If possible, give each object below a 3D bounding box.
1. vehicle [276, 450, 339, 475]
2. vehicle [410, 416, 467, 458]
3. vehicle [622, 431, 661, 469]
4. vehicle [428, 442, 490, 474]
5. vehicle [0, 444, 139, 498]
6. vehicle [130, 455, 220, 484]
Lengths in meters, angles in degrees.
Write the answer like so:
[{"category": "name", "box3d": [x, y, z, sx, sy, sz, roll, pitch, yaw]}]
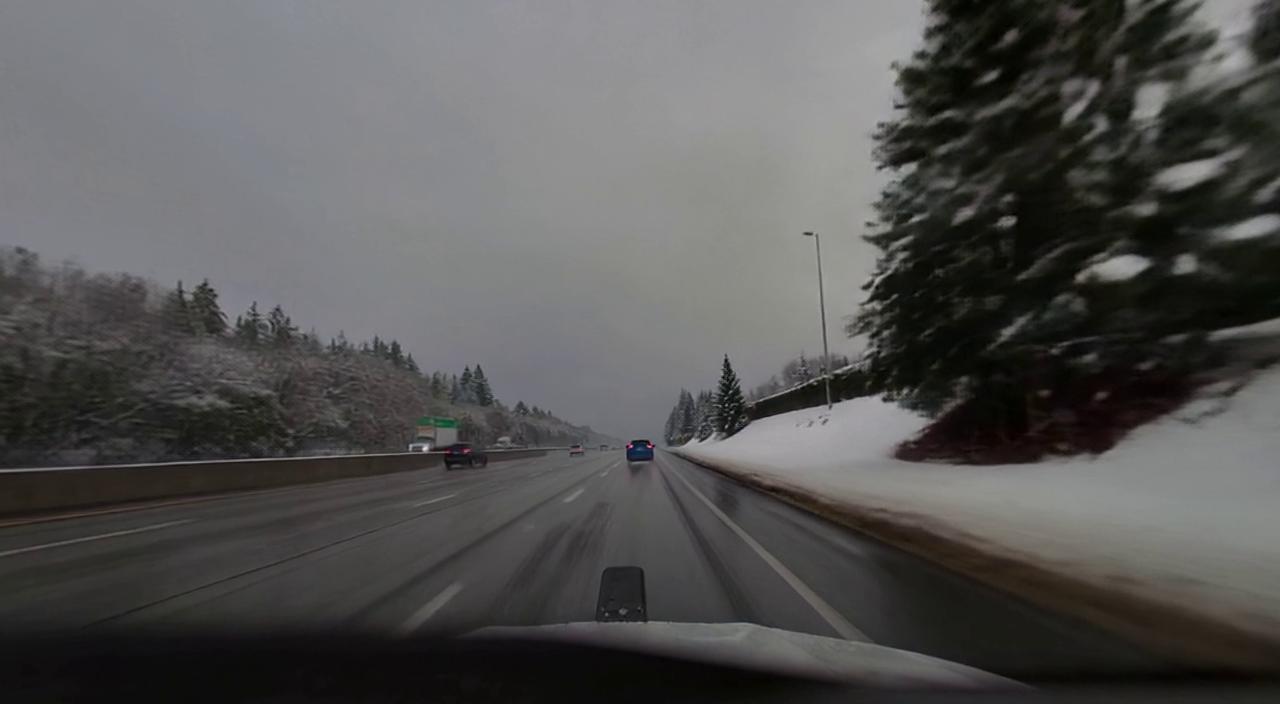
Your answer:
[{"category": "vehicle", "box3d": [-23.465, 7.792, 44.719, 2.041, 1.631, 4.392, 0, -8, 1]}, {"category": "vehicle", "box3d": [-14.040, 5.980, 44.257, 2.499, 2.625, 4.804, -3, -9, -2]}, {"category": "vehicle", "box3d": [0.092, 6.064, 39.161, 2.318, 2.145, 4.561, 0, -8, 0]}, {"category": "vehicle", "box3d": [-10.179, 5.970, 35.899, 2.037, 1.661, 4.885, 0, -8, 1]}, {"category": "vehicle", "box3d": [-20.424, 4.010, 21.787, 2.182, 1.628, 4.863, 0, -8, 1]}, {"category": "vehicle", "box3d": [-27.380, 6.901, 37.353, 1.951, 1.499, 4.305, 0, -8, 1]}]
